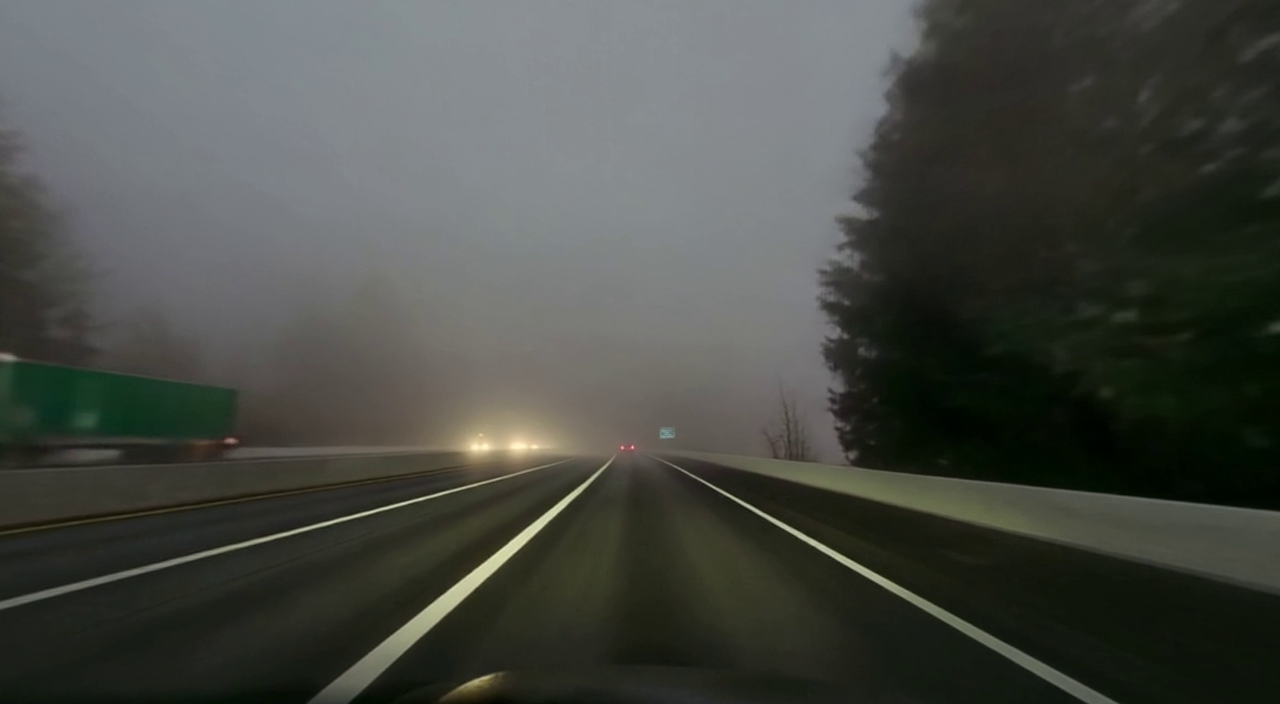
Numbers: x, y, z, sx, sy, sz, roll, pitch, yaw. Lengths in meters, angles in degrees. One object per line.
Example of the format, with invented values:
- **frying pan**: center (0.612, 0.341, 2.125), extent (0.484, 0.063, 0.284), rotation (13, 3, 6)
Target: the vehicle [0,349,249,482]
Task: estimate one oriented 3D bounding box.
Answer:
- **vehicle**: center (-21.164, 2.746, 24.487), extent (2.925, 4.030, 14.186), rotation (0, -9, -1)
